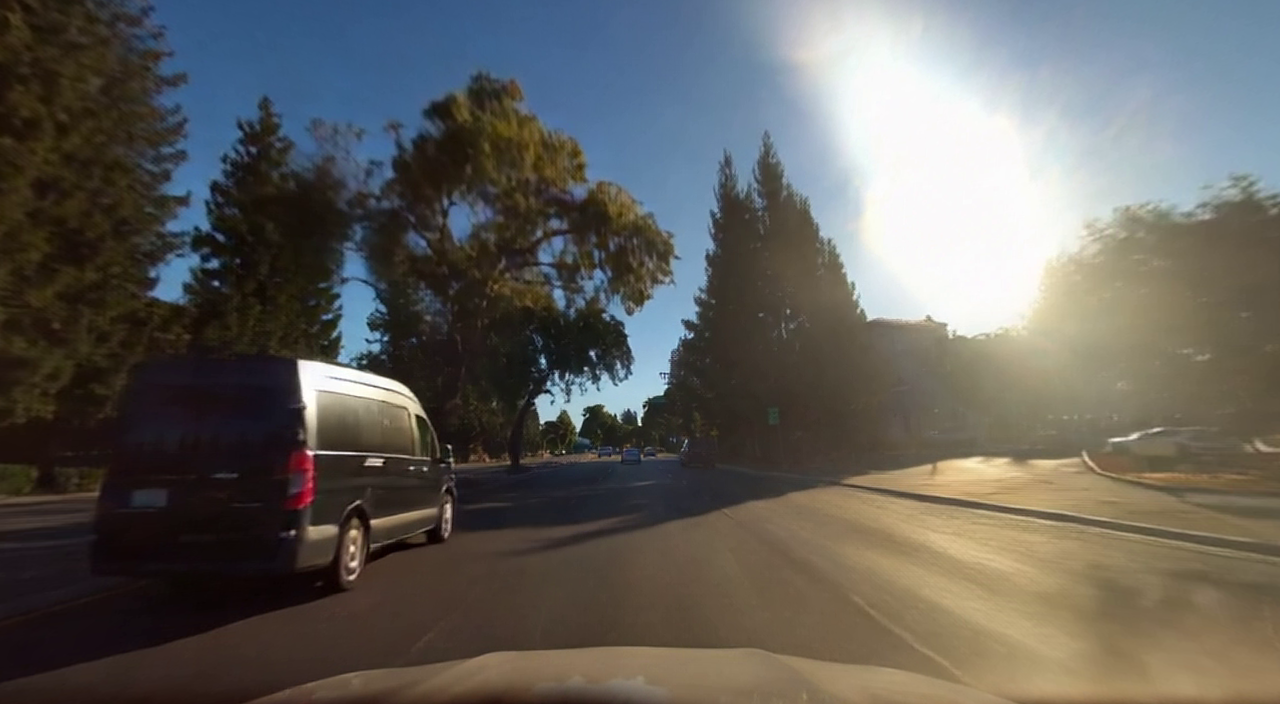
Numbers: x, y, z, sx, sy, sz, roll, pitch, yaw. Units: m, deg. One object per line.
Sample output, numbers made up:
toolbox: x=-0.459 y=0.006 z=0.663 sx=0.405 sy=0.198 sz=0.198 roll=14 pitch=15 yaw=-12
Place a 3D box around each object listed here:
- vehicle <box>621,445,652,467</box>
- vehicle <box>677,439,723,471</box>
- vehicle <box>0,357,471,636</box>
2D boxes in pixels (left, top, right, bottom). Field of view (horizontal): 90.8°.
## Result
vehicle: x=-0.289 y=7.267 z=44.272 sx=2.039 sy=1.455 sz=3.826 roll=0 pitch=-9 yaw=-1
vehicle: x=3.480 y=6.092 z=37.554 sx=2.181 sy=1.781 sz=4.257 roll=0 pitch=-9 yaw=-2
vehicle: x=-3.478 y=1.310 z=6.657 sx=2.075 sy=1.863 sz=4.744 roll=0 pitch=-9 yaw=0
